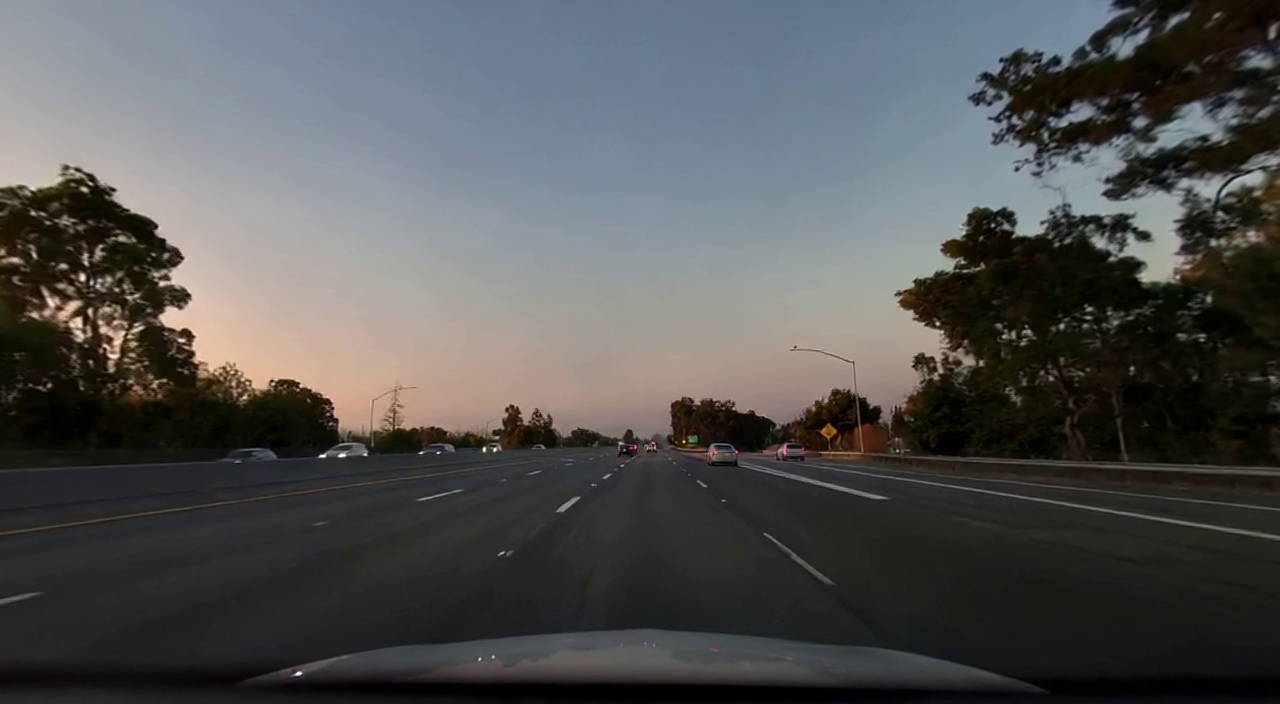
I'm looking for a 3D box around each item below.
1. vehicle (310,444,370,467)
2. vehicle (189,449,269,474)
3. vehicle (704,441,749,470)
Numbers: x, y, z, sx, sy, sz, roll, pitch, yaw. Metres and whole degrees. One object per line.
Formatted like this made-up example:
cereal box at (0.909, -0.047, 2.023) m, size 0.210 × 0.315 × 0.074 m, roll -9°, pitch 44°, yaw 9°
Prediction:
vehicle at (-20.886, 7.189, 44.101) m, size 1.849 × 1.496 × 4.578 m, roll 0°, pitch -8°, yaw 1°
vehicle at (-25.518, 6.806, 39.329) m, size 1.912 × 1.445 × 4.440 m, roll 0°, pitch -8°, yaw 1°
vehicle at (4.790, 5.788, 35.481) m, size 1.912 × 1.478 × 4.125 m, roll 0°, pitch -8°, yaw 0°
